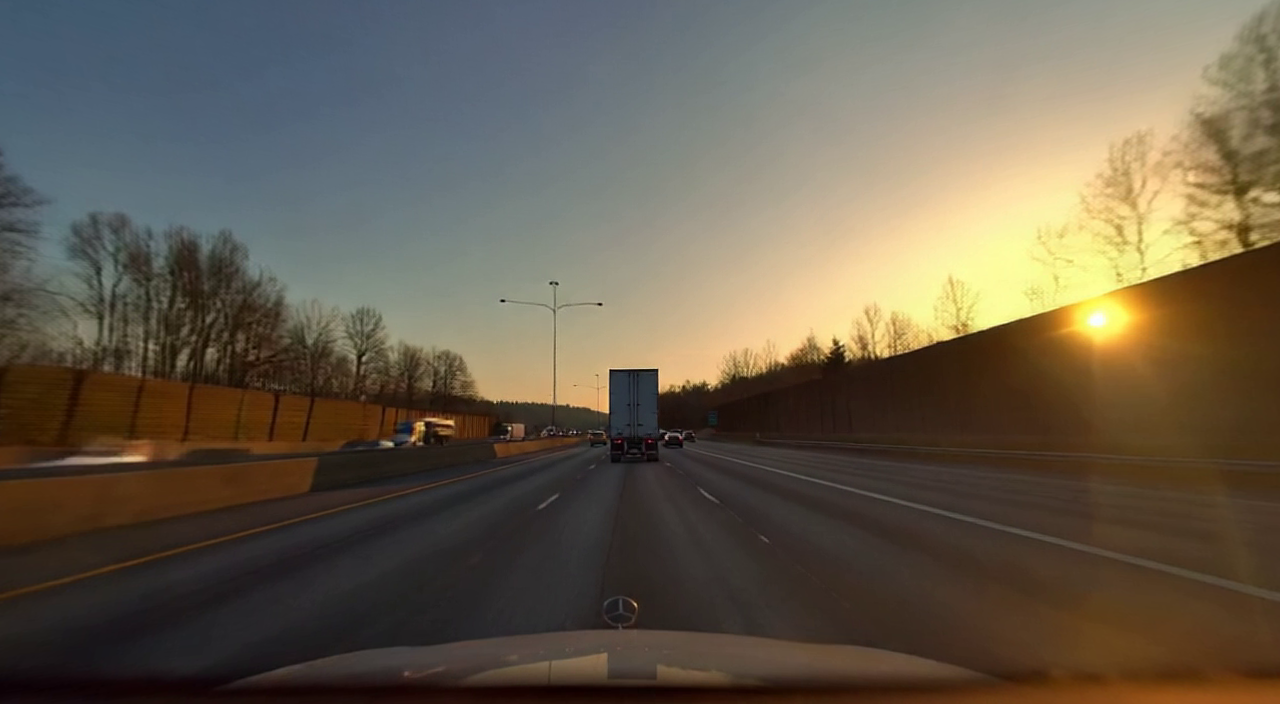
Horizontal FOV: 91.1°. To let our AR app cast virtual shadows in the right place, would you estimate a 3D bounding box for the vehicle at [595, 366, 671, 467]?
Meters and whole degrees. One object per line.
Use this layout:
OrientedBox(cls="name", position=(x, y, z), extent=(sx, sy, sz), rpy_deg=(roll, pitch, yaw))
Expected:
OrientedBox(cls="vehicle", position=(-0.334, 3.624, 33.183), extent=(2.965, 3.972, 16.689), rpy_deg=(0, -8, 0))
